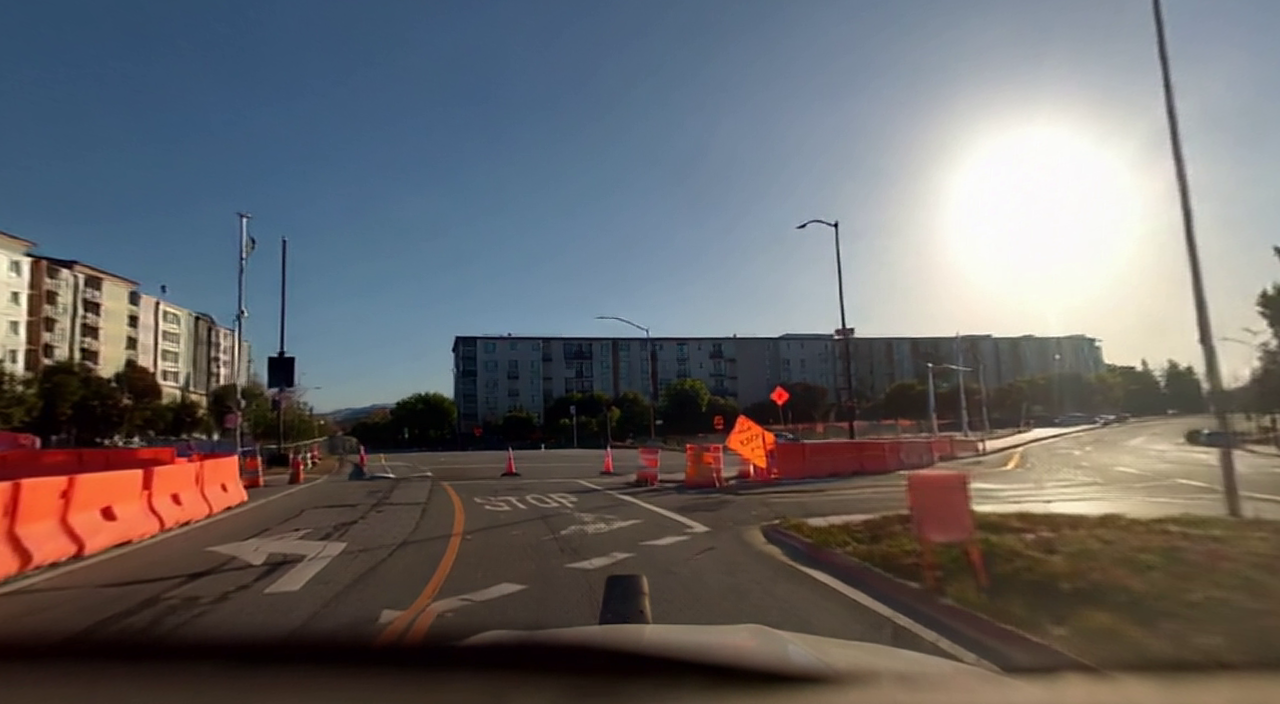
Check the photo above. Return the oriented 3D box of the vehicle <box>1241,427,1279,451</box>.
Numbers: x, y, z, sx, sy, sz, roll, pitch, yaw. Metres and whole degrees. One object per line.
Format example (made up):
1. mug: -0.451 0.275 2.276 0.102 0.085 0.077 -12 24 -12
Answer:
1. vehicle: 40.305 5.561 40.088 1.917 1.466 4.422 -5 -10 30

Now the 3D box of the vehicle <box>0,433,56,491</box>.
1. vehicle: -20.976 3.573 20.670 4.292 1.734 2.159 -8 -11 42

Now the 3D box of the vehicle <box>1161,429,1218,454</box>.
1. vehicle: 37.756 6.184 43.403 2.023 1.567 4.283 -5 -10 29
